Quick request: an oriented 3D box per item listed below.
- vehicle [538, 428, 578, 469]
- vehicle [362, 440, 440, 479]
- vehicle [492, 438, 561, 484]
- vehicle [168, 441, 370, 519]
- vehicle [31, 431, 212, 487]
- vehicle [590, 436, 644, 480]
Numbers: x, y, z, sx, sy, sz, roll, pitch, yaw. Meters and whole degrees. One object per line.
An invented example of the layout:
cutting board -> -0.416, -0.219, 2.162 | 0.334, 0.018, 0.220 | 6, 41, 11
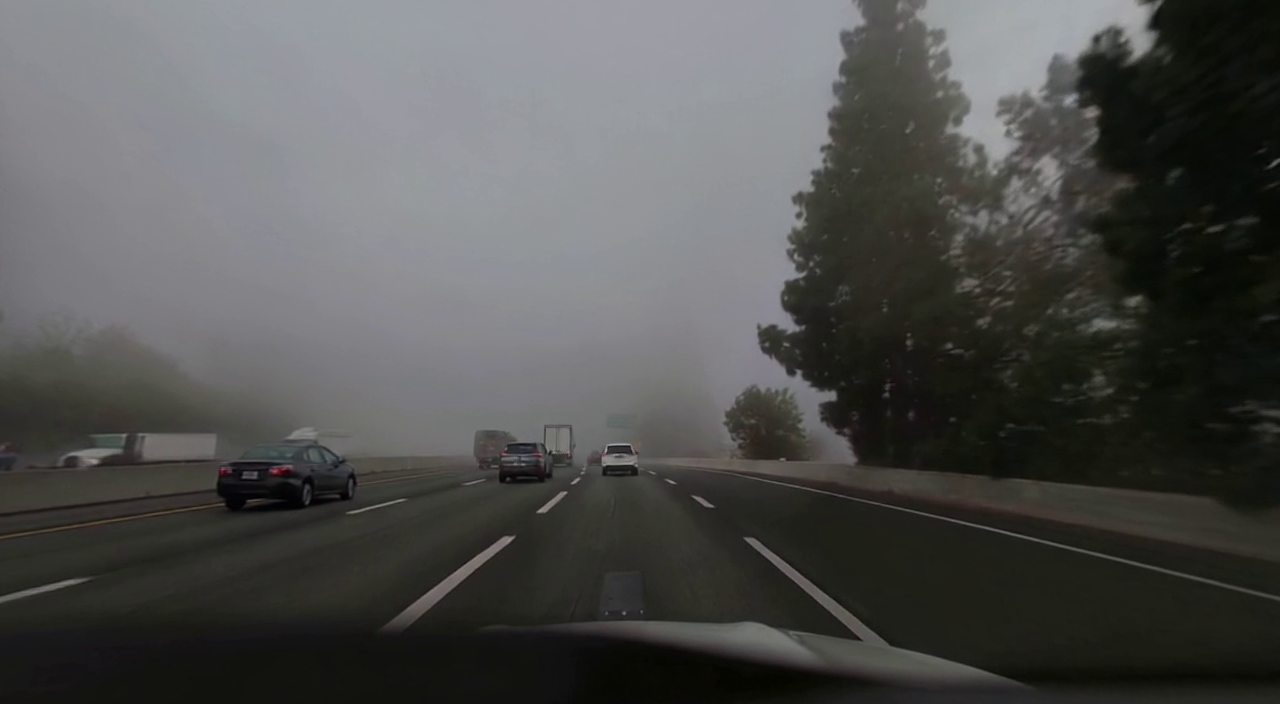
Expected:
vehicle -> -5.624, 6.715, 44.134 | 2.279, 2.672, 5.256 | 0, -8, -2
vehicle -> -11.933, 5.381, 31.905 | 2.079, 1.807, 5.187 | 0, -8, -2
vehicle -> -4.338, 4.209, 24.753 | 2.005, 1.631, 4.295 | 0, -8, -1
vehicle -> -7.975, 2.753, 14.183 | 1.896, 1.465, 4.399 | 0, -8, -1
vehicle -> -16.089, 3.339, 19.964 | 1.973, 1.553, 4.504 | 0, -8, -2
vehicle -> -0.983, 4.409, 26.515 | 2.092, 1.671, 3.772 | 0, -8, -2
